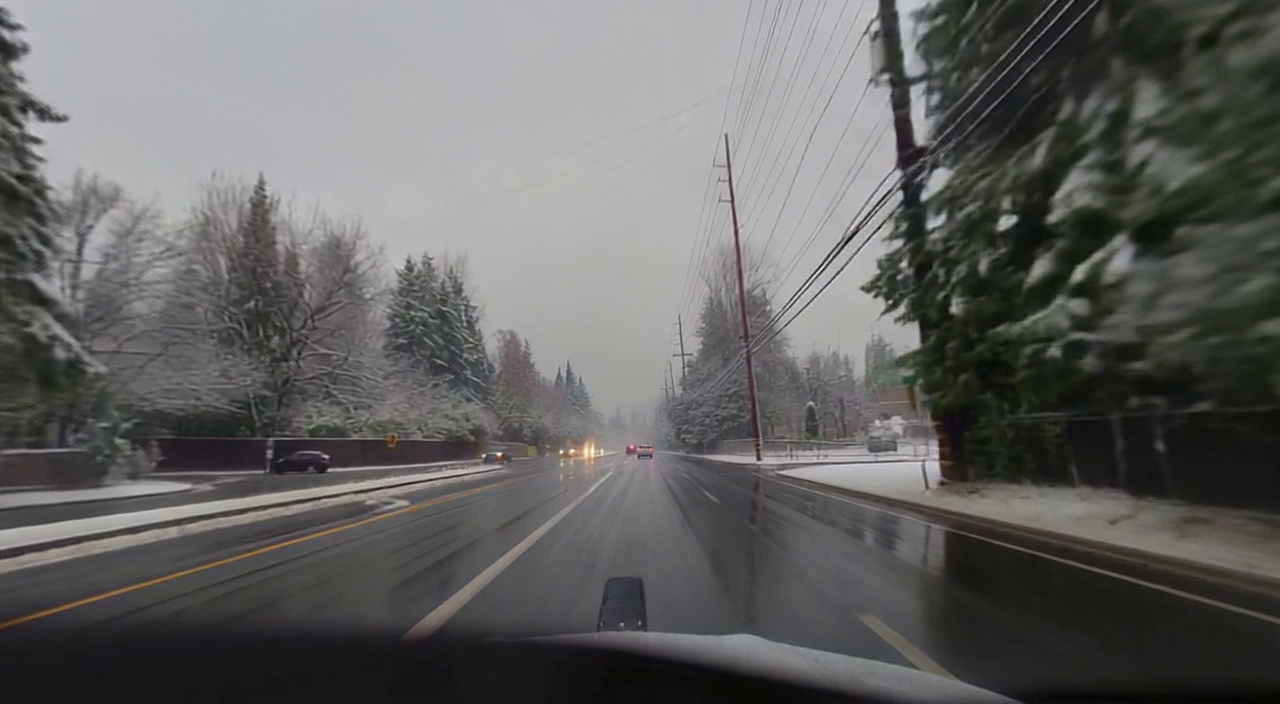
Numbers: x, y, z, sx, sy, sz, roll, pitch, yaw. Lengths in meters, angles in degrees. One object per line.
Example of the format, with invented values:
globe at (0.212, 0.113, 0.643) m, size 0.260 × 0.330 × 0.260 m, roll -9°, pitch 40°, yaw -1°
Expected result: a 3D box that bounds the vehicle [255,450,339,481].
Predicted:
vehicle at (-21.537, 7.095, 39.431) m, size 4.600 × 1.809 × 2.153 m, roll -4°, pitch -9°, yaw 23°
